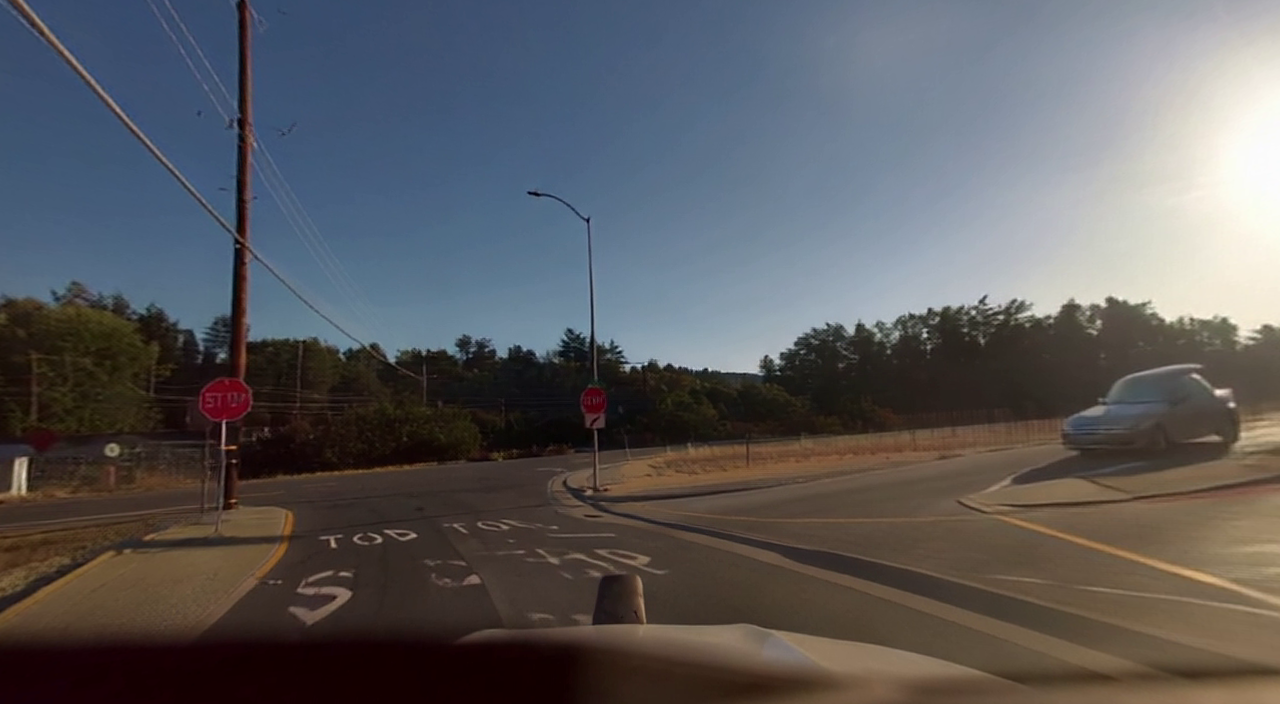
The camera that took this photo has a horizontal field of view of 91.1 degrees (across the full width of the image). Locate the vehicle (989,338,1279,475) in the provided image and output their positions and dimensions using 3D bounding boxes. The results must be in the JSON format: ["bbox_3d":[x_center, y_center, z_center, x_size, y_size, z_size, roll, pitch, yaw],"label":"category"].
[{"bbox_3d":[9.087,0.986,11.485,4.403,1.574,1.914,-9,-6,-15],"label":"vehicle"}]
